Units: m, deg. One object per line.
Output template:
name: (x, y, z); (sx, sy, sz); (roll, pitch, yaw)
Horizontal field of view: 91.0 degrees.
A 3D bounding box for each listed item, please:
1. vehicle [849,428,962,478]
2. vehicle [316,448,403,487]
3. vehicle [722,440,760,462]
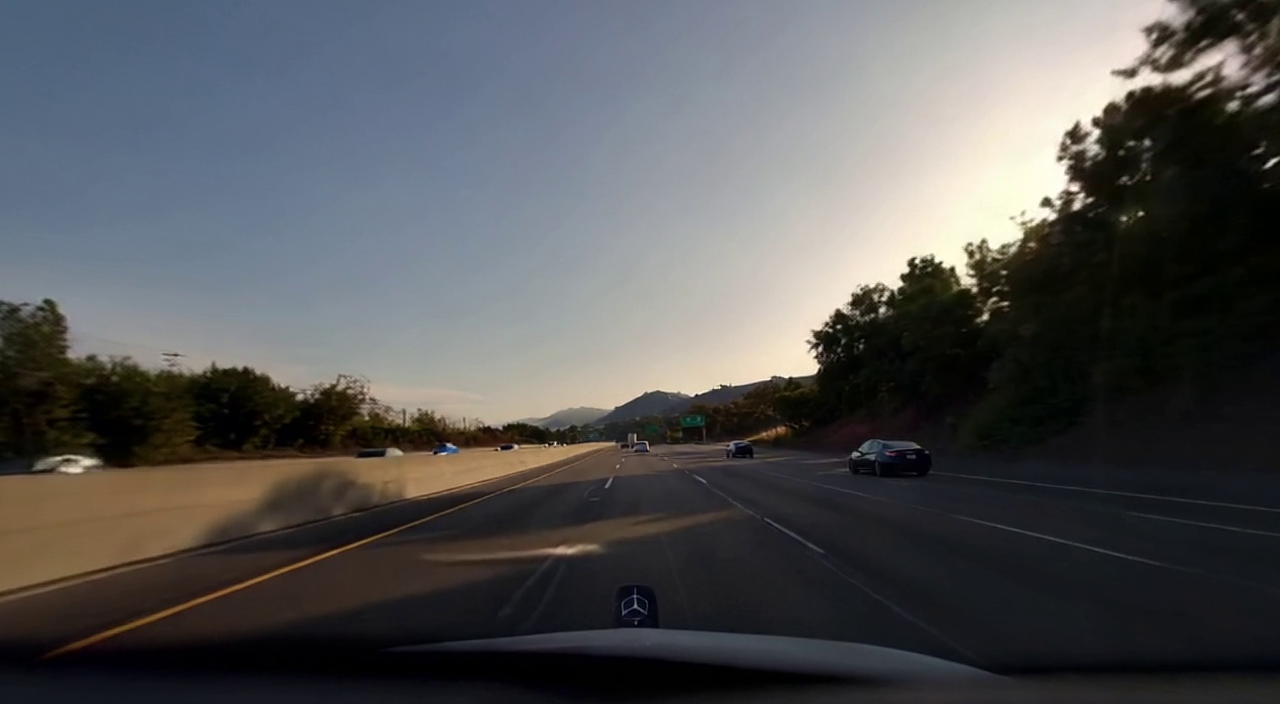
vehicle: (11.151, 4.326, 27.076); (2.387, 1.936, 5.646); (0, -9, 0)
vehicle: (-11.947, 4.912, 27.099); (1.873, 1.507, 3.906); (0, -9, 1)
vehicle: (7.600, 7.468, 47.694); (2.053, 1.553, 4.463); (0, -9, -1)
